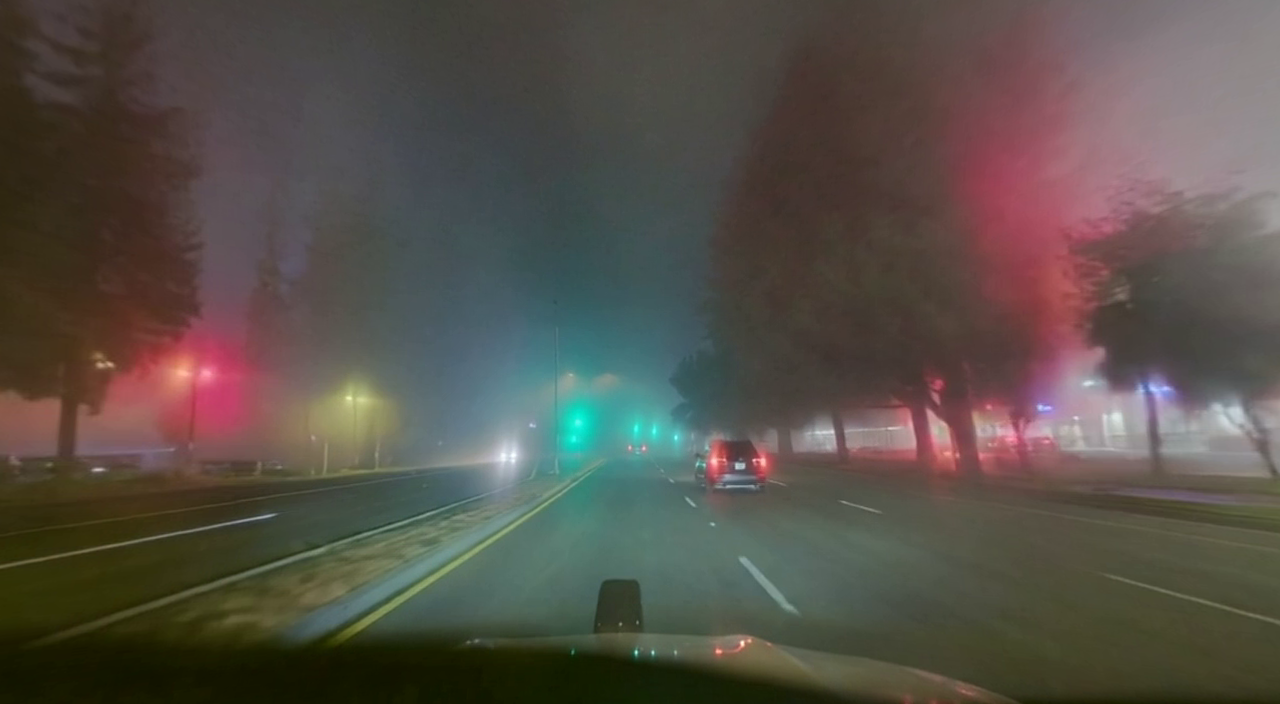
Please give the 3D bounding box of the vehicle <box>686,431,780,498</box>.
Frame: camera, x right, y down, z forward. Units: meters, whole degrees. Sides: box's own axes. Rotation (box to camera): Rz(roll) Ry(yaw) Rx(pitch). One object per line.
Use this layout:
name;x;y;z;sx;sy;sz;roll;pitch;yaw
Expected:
vehicle;2.528;3.189;18.316;1.963;1.677;4.229;0;-8;-2

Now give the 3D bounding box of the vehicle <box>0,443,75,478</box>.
vehicle;-29.546;5.064;29.412;4.545;1.531;1.947;-2;-9;0

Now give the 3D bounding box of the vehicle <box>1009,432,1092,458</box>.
vehicle;32.080;7.262;49.452;4.867;1.962;2.172;0;-8;0

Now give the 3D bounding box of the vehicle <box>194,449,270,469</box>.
vehicle;-29.543;7.755;45.810;4.215;1.415;1.843;0;-8;-1
